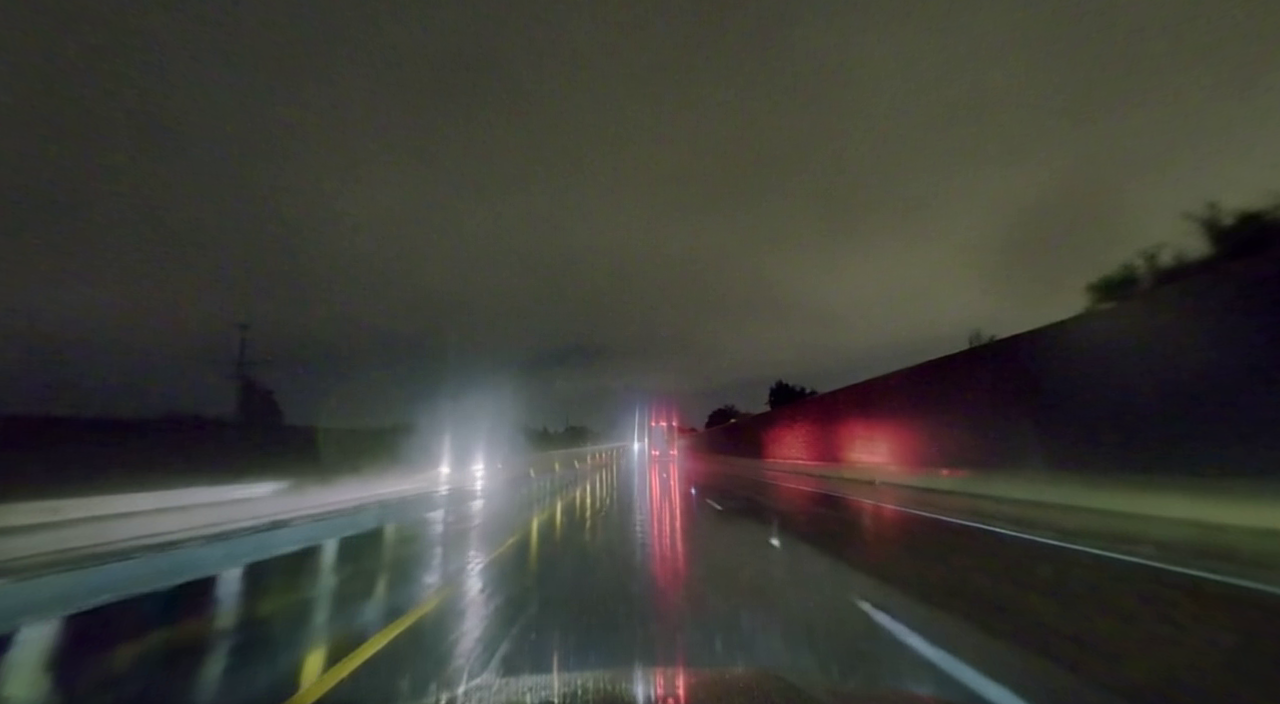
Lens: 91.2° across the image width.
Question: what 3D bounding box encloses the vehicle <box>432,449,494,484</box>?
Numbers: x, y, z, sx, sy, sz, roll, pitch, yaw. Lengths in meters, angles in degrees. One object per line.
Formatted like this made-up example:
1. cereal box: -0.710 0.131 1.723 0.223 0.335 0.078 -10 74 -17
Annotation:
1. vehicle: -9.030 5.853 32.303 1.964 1.668 4.267 0 -9 -1
